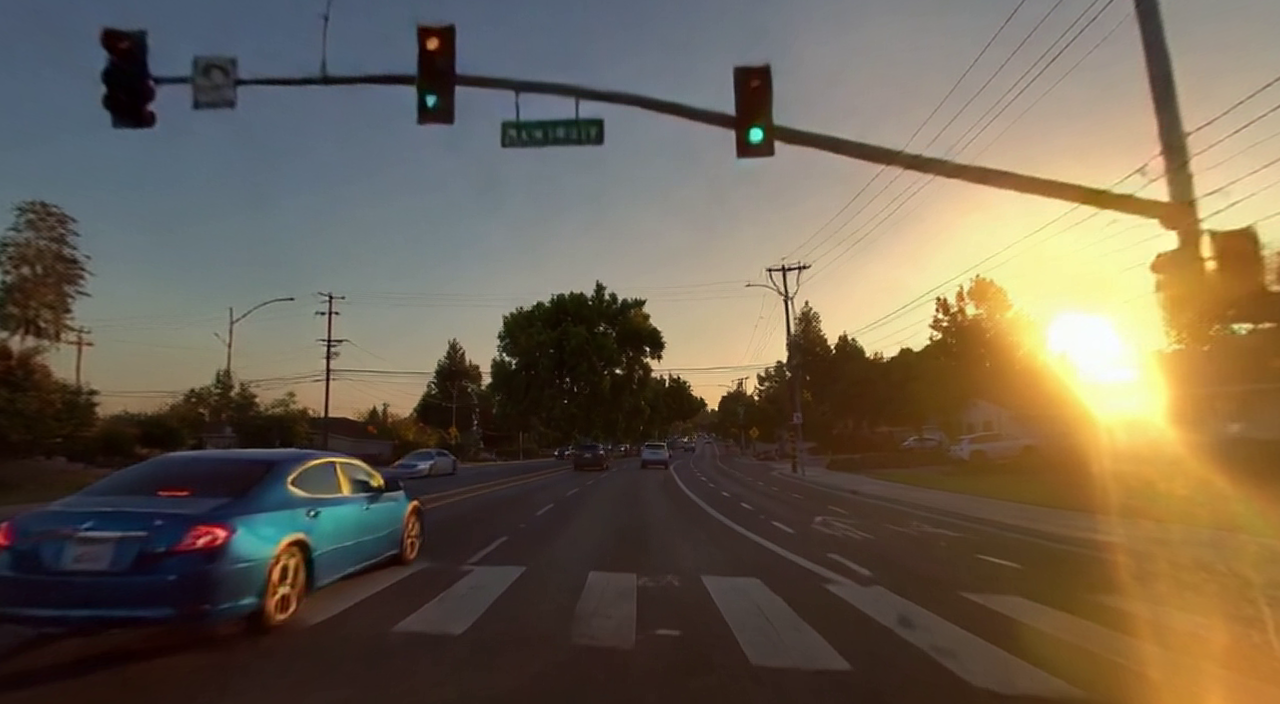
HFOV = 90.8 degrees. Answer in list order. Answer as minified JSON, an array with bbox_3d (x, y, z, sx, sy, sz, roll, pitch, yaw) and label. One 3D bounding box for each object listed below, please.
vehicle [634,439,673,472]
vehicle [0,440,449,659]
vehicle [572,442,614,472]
[{"bbox_3d":[0.900,6.275,38.533,2.155,1.836,4.250,0,-9,4],"label":"vehicle"},{"bbox_3d":[-3.609,1.633,6.422,1.901,1.409,4.442,0,-9,1],"label":"vehicle"},{"bbox_3d":[-2.771,6.293,38.183,1.899,1.685,4.121,0,-9,4],"label":"vehicle"}]
